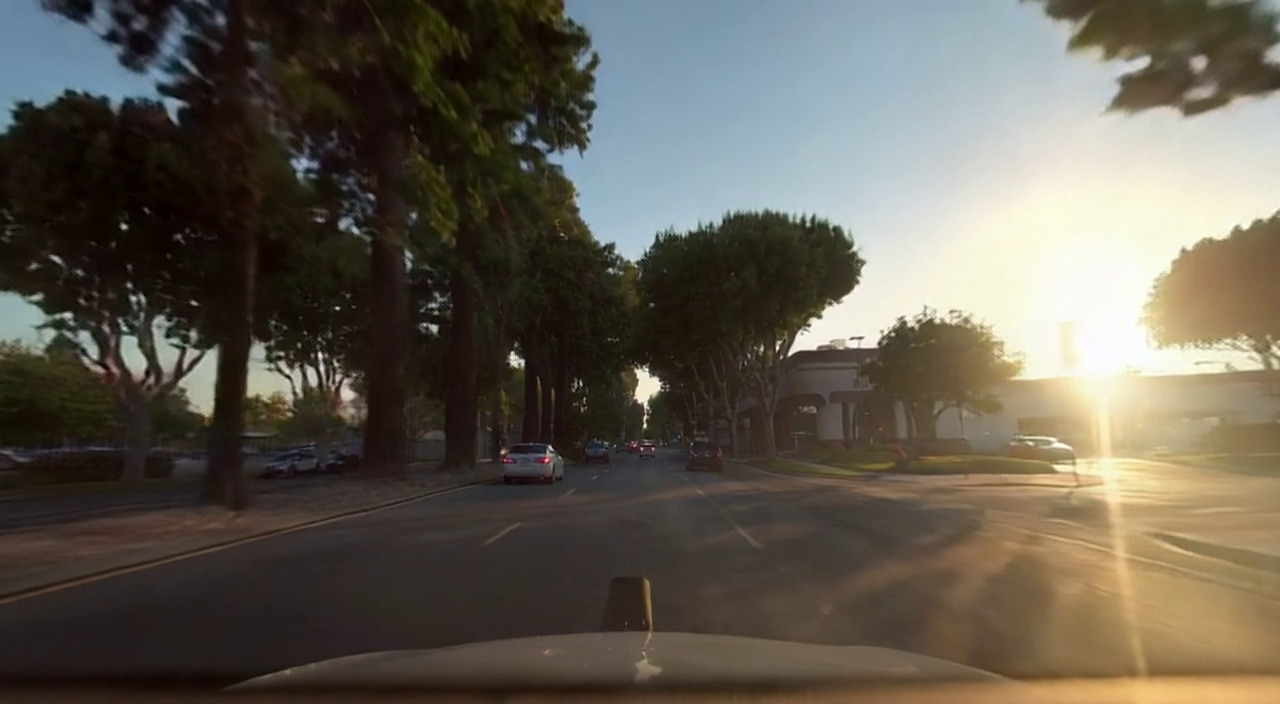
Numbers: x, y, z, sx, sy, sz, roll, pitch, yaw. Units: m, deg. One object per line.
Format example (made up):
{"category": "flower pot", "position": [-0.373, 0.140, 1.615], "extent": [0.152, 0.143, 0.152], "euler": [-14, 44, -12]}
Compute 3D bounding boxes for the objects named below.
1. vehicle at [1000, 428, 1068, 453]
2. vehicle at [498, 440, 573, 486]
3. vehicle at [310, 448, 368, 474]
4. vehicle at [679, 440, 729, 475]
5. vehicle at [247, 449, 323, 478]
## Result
{"category": "vehicle", "position": [26.386, 5.940, 42.356], "extent": [1.677, 1.591, 4.298], "euler": [-1, -8, -1]}
{"category": "vehicle", "position": [-3.680, 3.991, 23.039], "extent": [1.908, 1.481, 4.536], "euler": [0, -8, 1]}
{"category": "vehicle", "position": [-22.440, 8.108, 47.242], "extent": [1.958, 1.780, 4.479], "euler": [0, -8, 2]}
{"category": "vehicle", "position": [3.003, 5.064, 30.491], "extent": [1.922, 1.579, 3.642], "euler": [0, -8, -2]}
{"category": "vehicle", "position": [-22.696, 7.114, 40.557], "extent": [2.040, 1.757, 4.730], "euler": [0, -8, 1]}
